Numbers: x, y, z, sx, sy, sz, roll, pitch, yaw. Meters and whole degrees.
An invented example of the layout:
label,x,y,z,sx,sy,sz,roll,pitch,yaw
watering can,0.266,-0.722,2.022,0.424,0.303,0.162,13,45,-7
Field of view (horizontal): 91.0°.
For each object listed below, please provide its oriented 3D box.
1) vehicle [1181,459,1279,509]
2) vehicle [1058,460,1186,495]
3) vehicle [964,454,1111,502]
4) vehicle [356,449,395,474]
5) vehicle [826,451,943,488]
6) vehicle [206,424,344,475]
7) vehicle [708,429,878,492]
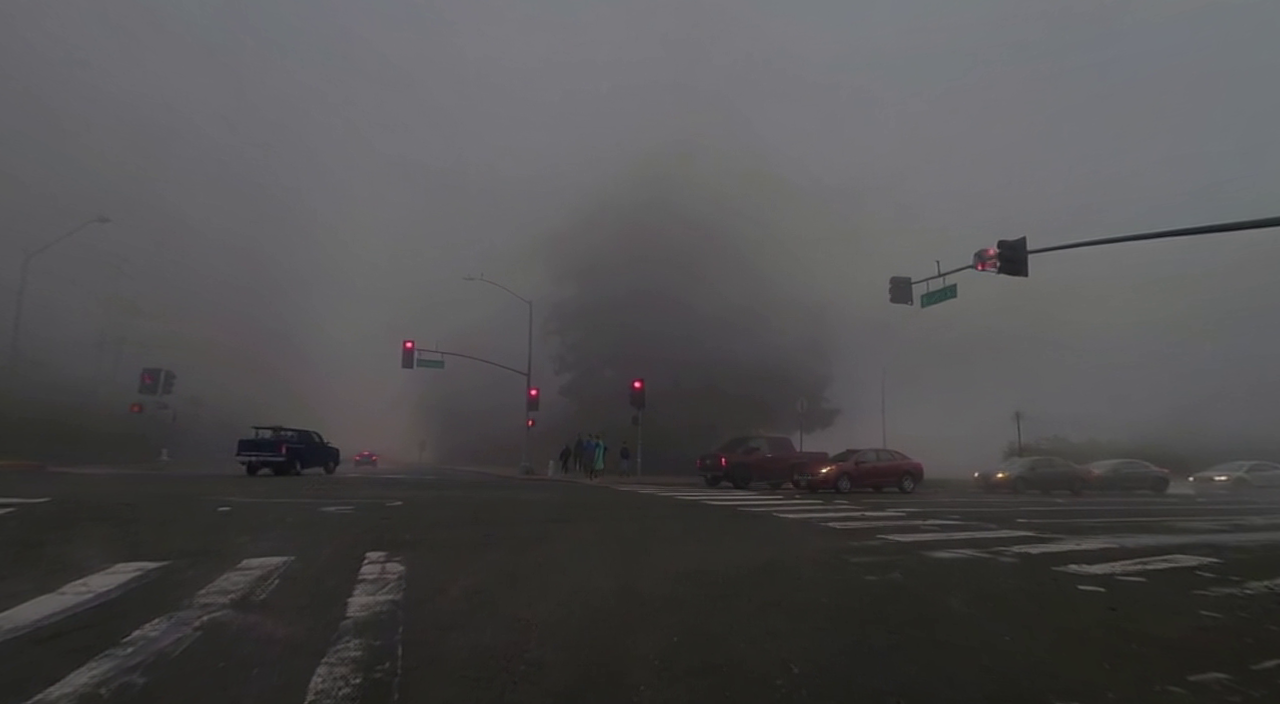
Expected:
label,x,y,z,sx,sy,sz,roll,pitch,yaw
vehicle,24.650,5.243,25.268,4.322,1.522,1.795,-4,-9,-8
vehicle,23.071,6.018,30.234,4.793,1.533,1.874,1,-9,-6
vehicle,15.253,4.827,24.313,4.356,1.498,1.957,-2,-8,-6
vehicle,-17.071,7.054,40.824,1.964,1.525,4.750,3,-9,-19
vehicle,11.074,5.330,28.676,4.537,1.608,1.827,1,-9,-7
vehicle,-15.919,4.320,27.969,2.243,2.011,5.631,-1,-9,6
vehicle,5.448,3.904,22.704,5.535,1.896,2.170,4,-9,-9
